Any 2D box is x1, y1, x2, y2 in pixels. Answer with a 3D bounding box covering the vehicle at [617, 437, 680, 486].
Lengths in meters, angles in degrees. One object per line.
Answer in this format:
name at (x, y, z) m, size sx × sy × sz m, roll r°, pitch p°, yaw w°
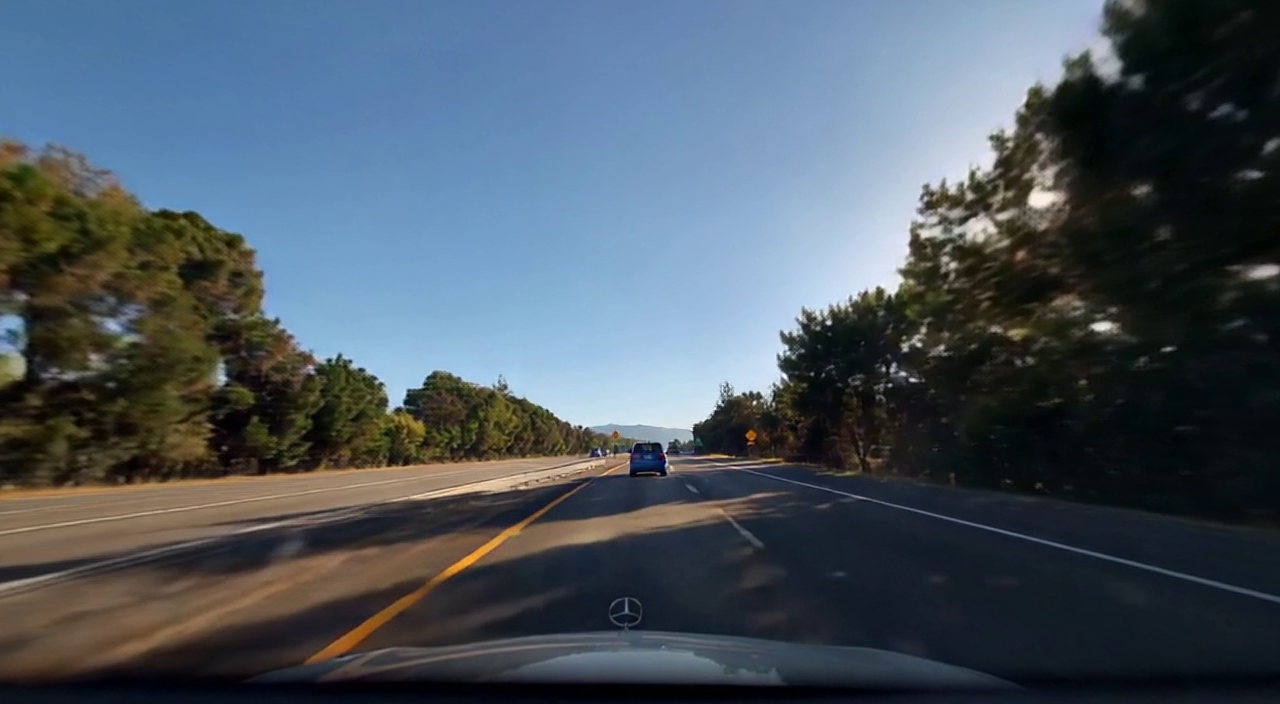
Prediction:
vehicle at (0.324, 4.128, 23.983) m, size 2.190 × 1.706 × 4.062 m, roll 0°, pitch -9°, yaw 1°
